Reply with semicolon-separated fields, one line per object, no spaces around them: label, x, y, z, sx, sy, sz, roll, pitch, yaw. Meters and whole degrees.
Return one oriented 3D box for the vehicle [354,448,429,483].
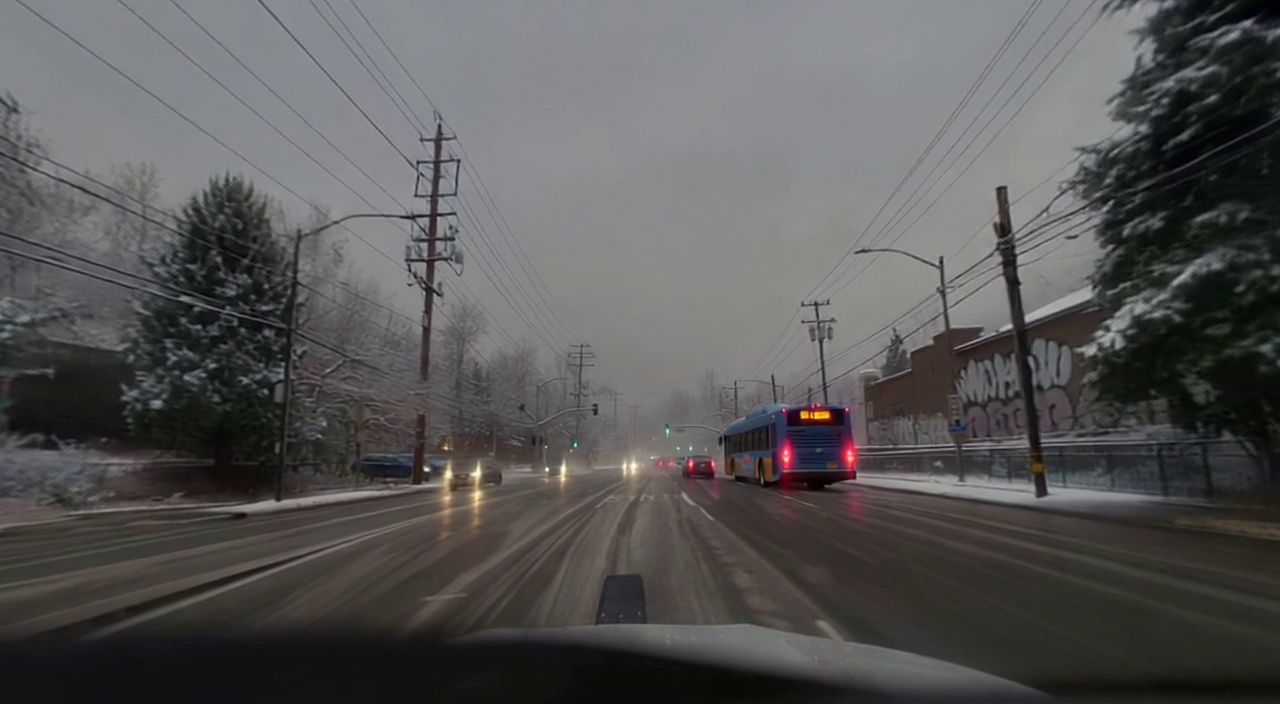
vehicle;-17.090;7.837;43.603;4.244;2.316;1.959;-1;-8;3

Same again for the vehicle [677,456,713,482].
vehicle;3.552;7.612;41.325;1.961;1.470;4.196;0;-8;0

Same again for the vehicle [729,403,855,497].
vehicle;6.471;4.520;29.609;3.045;3.447;12.604;0;-8;1

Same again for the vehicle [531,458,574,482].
vehicle;-6.776;9.167;49.366;2.017;1.659;4.405;-2;-9;9

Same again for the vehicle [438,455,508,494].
vehicle;-8.181;6.038;31.430;2.011;1.672;4.637;-1;-8;3
